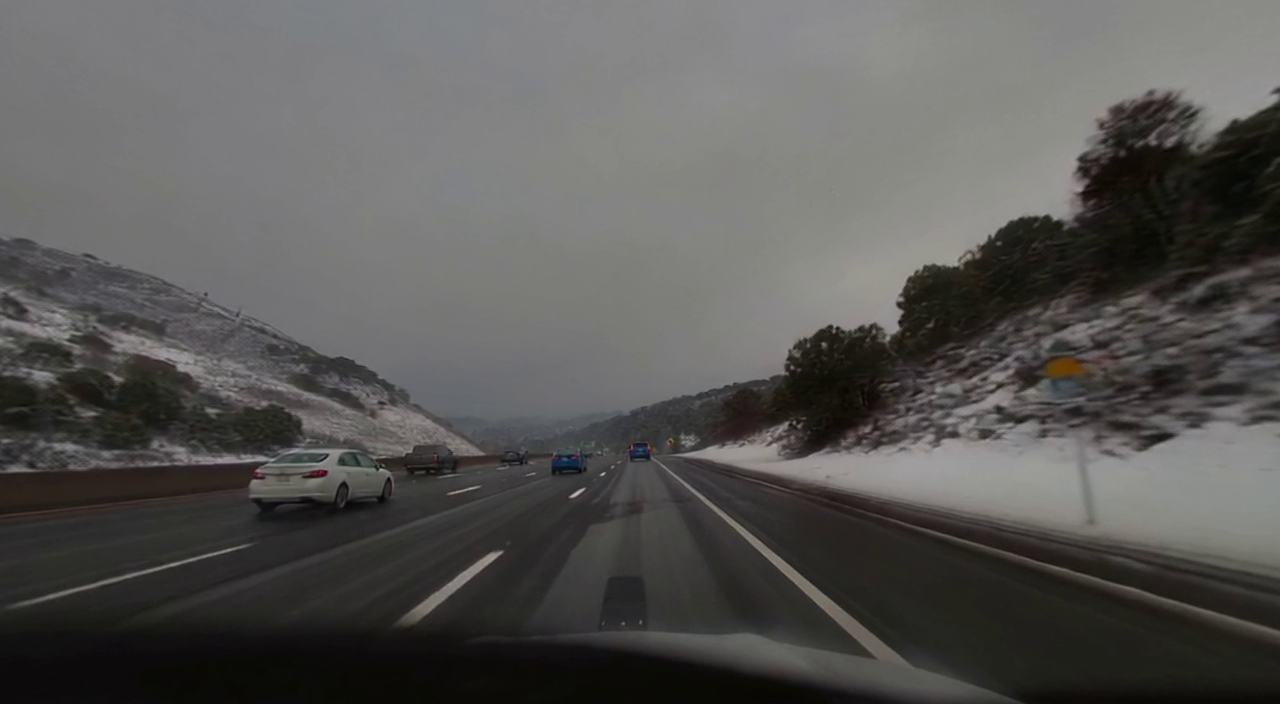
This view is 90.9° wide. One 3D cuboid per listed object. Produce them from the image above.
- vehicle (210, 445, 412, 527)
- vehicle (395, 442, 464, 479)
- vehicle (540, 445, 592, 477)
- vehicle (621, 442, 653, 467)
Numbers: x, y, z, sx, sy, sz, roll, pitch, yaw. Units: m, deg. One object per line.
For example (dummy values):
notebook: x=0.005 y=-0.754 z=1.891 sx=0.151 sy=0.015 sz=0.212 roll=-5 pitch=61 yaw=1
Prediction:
vehicle: x=-6.731 y=2.744 z=13.576 sx=1.991 sy=1.441 sz=4.265 roll=0 pitch=-8 yaw=1
vehicle: x=-10.879 y=5.617 z=32.992 sx=2.025 sy=1.750 sz=4.505 roll=0 pitch=-8 yaw=0
vehicle: x=-3.726 y=5.583 z=32.693 sx=2.144 sy=1.505 sz=4.649 roll=0 pitch=-8 yaw=0
vehicle: x=-0.241 y=7.251 z=44.986 sx=2.225 sy=1.674 sz=4.044 roll=0 pitch=-8 yaw=-1
